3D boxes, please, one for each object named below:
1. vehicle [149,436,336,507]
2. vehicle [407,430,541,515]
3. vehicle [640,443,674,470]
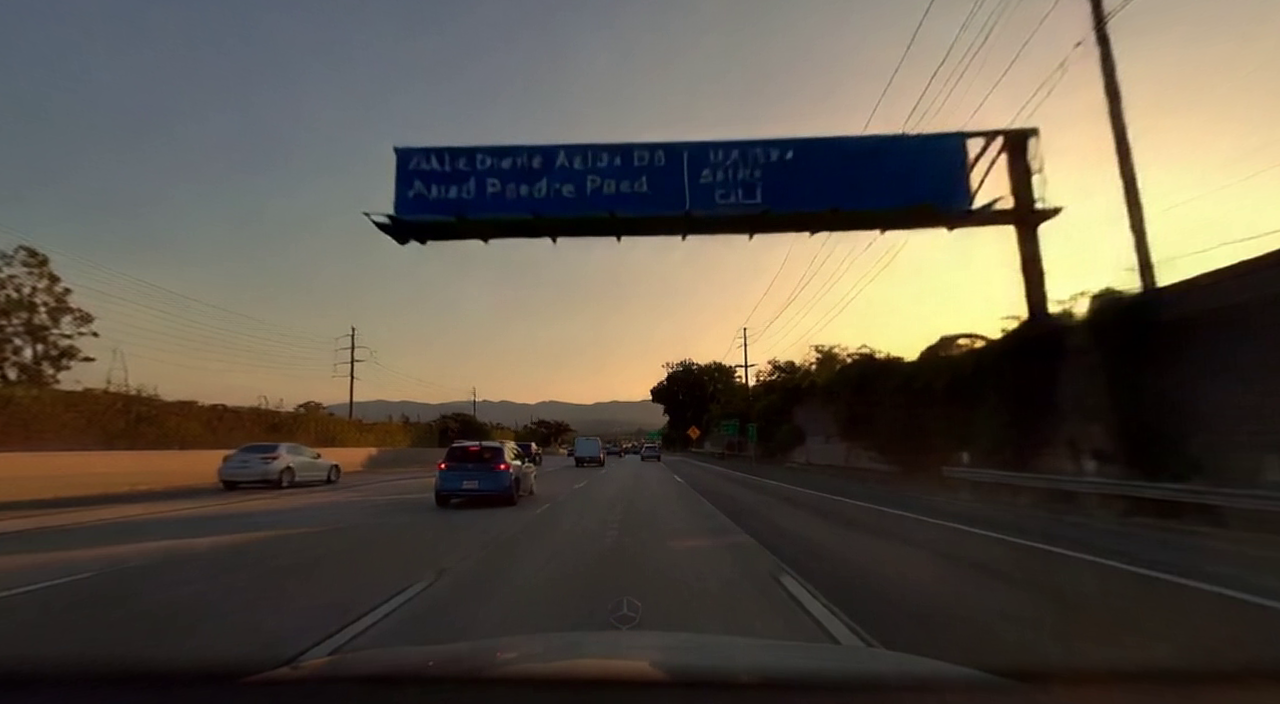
[{"bbox_3d":[-11.015,3.328,18.049,2.097,1.722,4.981,0,-9,0],"label":"vehicle"},{"bbox_3d":[-3.674,2.750,14.801,1.976,1.688,4.124,0,-9,1],"label":"vehicle"},{"bbox_3d":[1.106,6.752,40.833,2.038,1.677,4.219,0,-9,2],"label":"vehicle"}]
